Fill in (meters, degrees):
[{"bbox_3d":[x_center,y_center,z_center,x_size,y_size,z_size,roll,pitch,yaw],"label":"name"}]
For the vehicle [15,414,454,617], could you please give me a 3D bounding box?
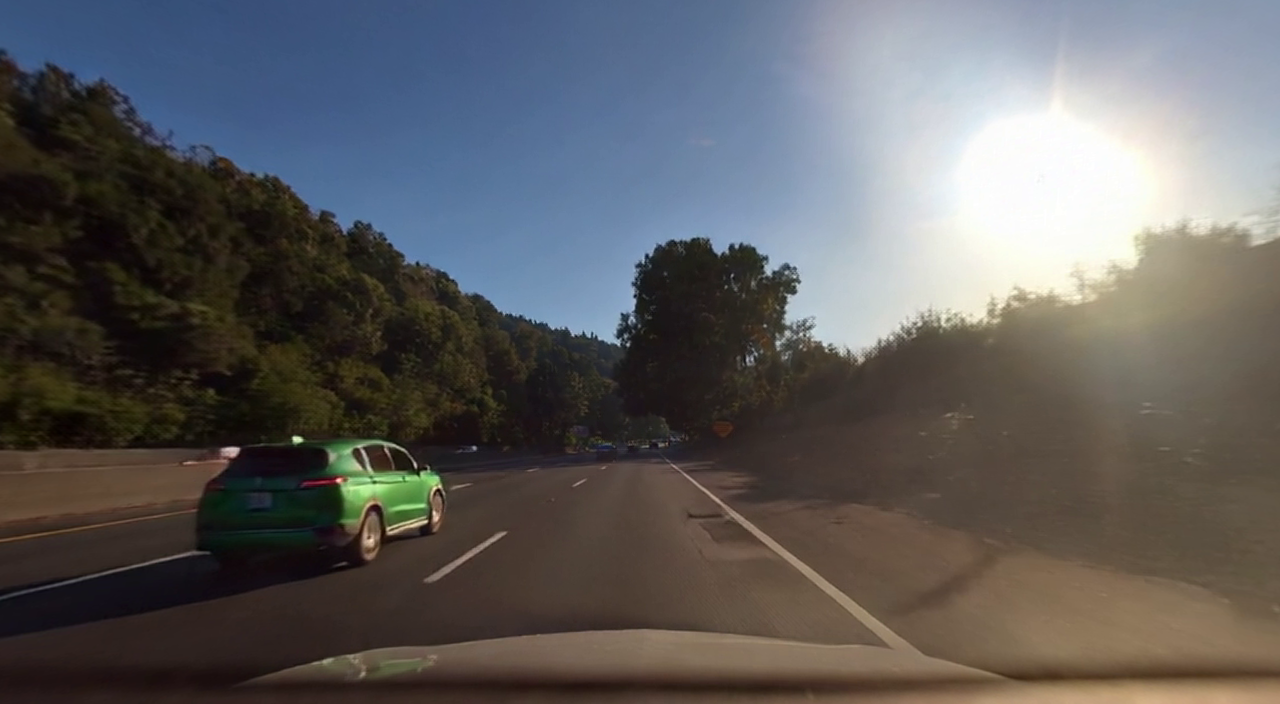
[{"bbox_3d":[-3.763,1.563,7.006,1.993,1.538,4.192,0,-8,2],"label":"vehicle"}]
